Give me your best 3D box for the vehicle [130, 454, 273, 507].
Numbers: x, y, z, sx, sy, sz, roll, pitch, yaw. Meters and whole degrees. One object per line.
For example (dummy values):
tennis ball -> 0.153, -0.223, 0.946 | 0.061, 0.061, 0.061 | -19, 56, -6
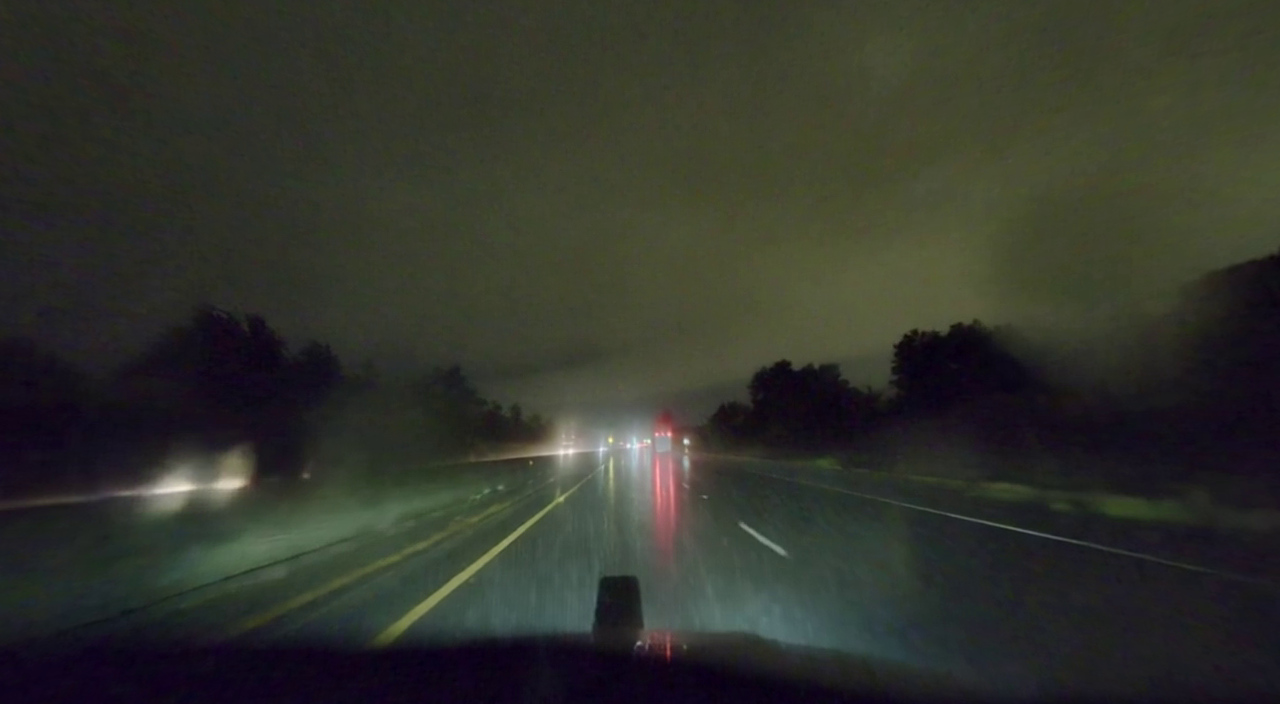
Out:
vehicle -> -13.349, 3.887, 19.435 | 1.743, 1.434, 3.709 | 0, -9, -1
